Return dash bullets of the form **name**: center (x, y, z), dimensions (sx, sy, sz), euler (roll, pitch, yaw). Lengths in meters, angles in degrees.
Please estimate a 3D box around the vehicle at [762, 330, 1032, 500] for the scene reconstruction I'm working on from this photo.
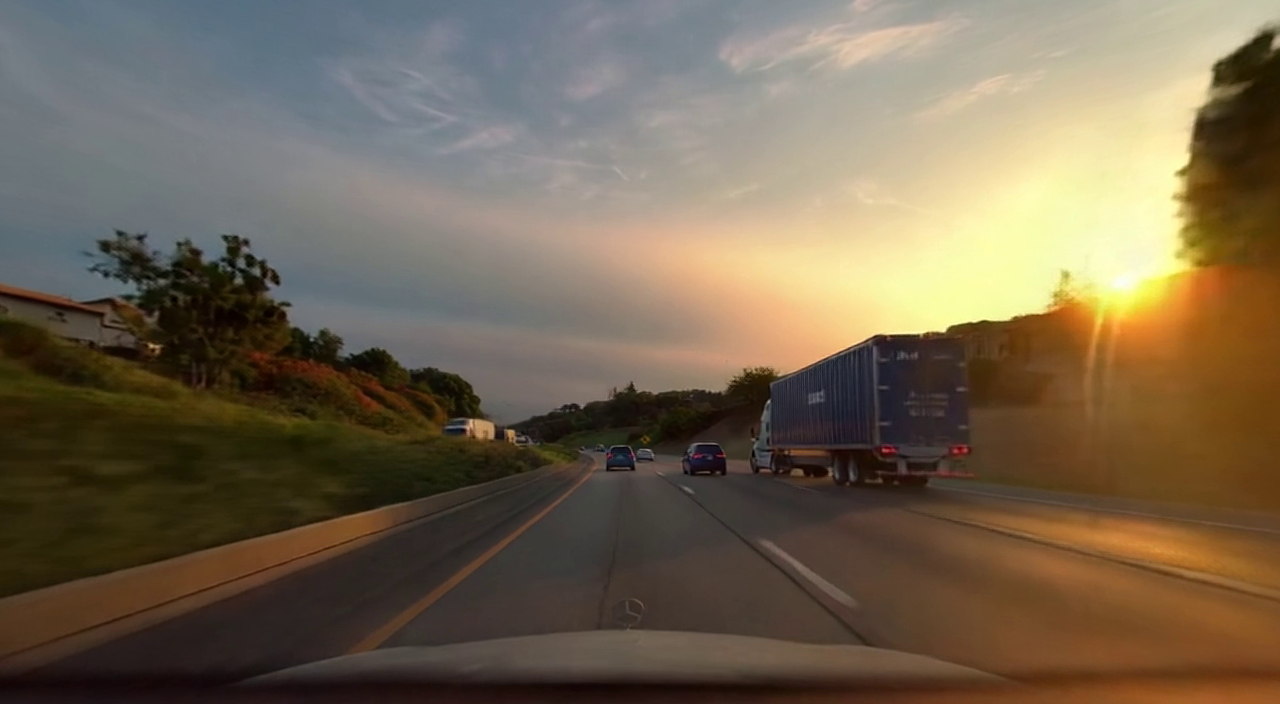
- **vehicle**: center (7.414, 2.548, 21.966), dimensions (2.965, 3.990, 14.227), euler (0, -9, -2)

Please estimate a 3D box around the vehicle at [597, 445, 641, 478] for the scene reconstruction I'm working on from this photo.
- **vehicle**: center (-1.049, 5.434, 31.546), dimensions (2.050, 1.534, 3.771), euler (0, -9, -2)

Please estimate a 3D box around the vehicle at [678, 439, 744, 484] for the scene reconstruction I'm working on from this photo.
- **vehicle**: center (2.717, 4.327, 25.138), dimensions (2.013, 1.623, 3.916), euler (0, -9, -2)
